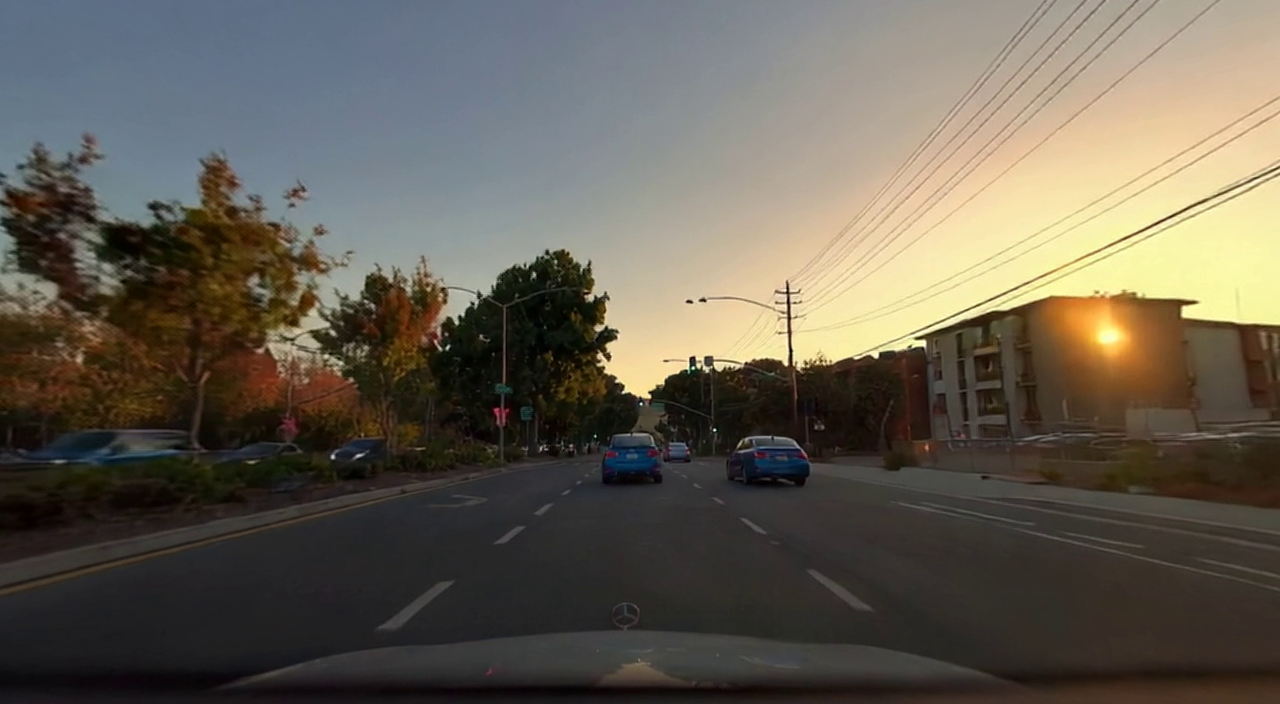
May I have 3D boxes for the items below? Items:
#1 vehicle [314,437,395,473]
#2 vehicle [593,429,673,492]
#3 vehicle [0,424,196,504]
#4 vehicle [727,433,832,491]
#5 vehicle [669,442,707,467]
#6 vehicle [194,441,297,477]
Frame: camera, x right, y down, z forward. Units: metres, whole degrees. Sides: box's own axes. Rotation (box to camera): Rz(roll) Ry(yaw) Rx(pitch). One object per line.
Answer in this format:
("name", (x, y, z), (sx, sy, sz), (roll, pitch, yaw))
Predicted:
("vehicle", (-14.390, 5.194, 32.194), (2.064, 1.676, 4.332), (-1, -8, 0))
("vehicle", (-0.229, 3.096, 18.398), (2.073, 1.606, 3.933), (0, -8, -1))
("vehicle", (-14.037, 2.785, 16.200), (2.064, 1.745, 4.495), (0, -8, -1))
("vehicle", (4.076, 3.285, 19.273), (2.086, 1.534, 4.351), (0, -8, -2))
("vehicle", (3.082, 6.678, 41.354), (2.054, 1.461, 4.321), (0, -8, -1))
("vehicle", (-17.841, 4.819, 28.858), (1.826, 1.482, 4.561), (0, -8, -1))
